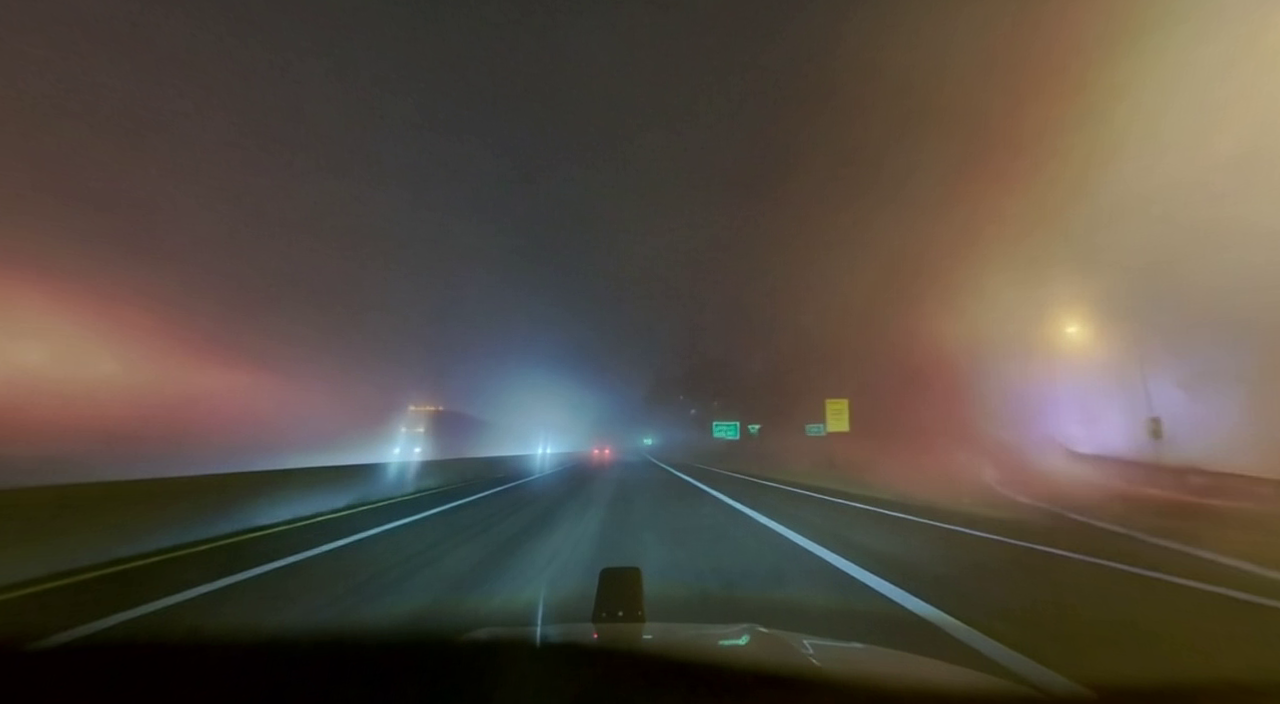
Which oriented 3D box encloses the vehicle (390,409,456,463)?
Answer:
[{"bbox_3d":[-16.587,6.533,48.688,2.986,3.924,5.914,0,-9,-1],"label":"vehicle"}]
